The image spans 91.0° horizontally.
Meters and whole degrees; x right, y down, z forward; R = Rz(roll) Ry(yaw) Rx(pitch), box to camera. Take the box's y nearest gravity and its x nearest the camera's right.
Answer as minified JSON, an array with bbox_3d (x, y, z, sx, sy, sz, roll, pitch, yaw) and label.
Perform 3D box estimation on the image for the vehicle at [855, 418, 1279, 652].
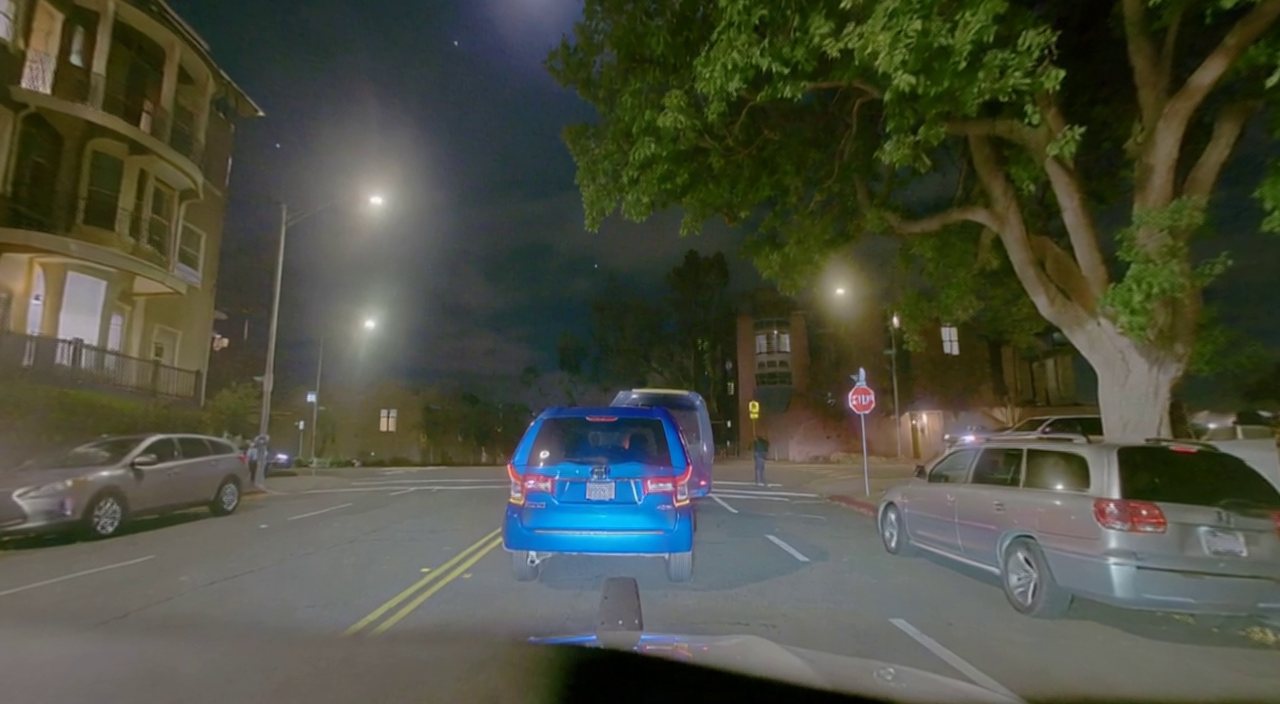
[{"bbox_3d":[4.220,1.685,6.912,1.959,1.581,4.731,4,-9,-2],"label":"vehicle"}]

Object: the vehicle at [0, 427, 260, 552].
[{"bbox_3d":[-8.291,2.026,10.059,1.825,1.532,4.083,-3,-7,1],"label":"vehicle"}]

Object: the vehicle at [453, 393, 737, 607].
[{"bbox_3d":[-0.385,1.594,7.697,2.377,1.787,4.652,0,-9,0],"label":"vehicle"}]
